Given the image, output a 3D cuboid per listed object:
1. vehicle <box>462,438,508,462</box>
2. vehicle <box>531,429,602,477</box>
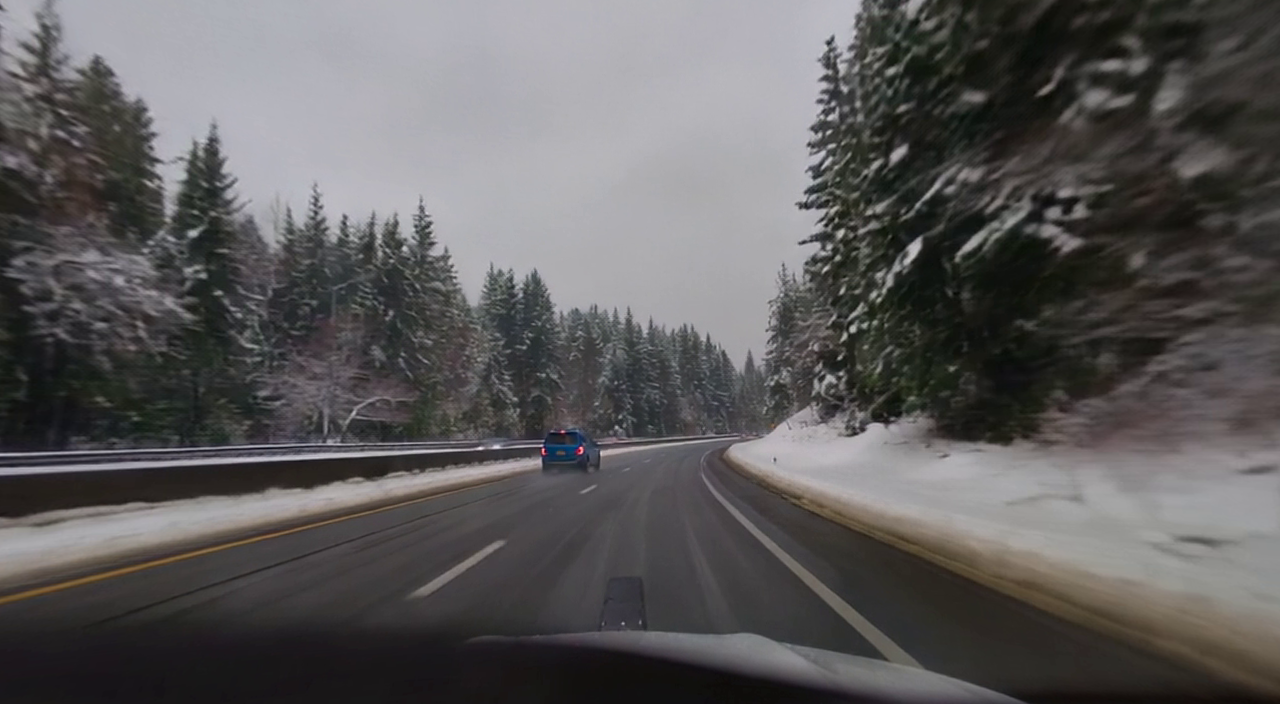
[{"bbox_3d":[-10.723,6.804,43.914,1.916,1.506,4.401,-1,-8,3],"label":"vehicle"},{"bbox_3d":[-2.850,4.052,25.478,2.005,1.752,4.479,-1,-8,4],"label":"vehicle"}]
